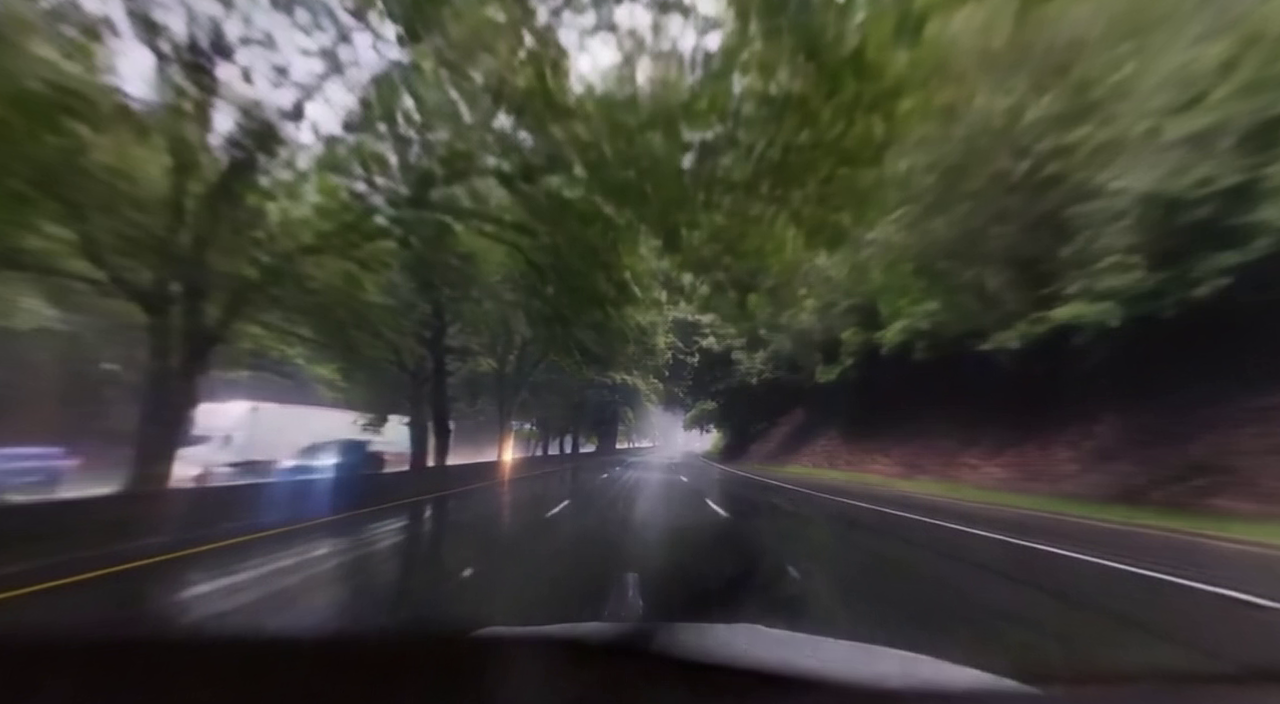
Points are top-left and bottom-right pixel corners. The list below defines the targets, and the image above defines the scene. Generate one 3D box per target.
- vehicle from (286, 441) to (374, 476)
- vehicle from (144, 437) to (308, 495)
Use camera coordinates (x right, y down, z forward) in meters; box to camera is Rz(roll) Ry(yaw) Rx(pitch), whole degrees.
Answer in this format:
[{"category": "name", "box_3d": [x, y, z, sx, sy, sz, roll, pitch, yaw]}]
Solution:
[{"category": "vehicle", "box_3d": [-15.540, 5.375, 31.957, 2.018, 1.604, 4.603, 0, -9, 1]}, {"category": "vehicle", "box_3d": [-12.273, 3.399, 19.135, 1.890, 1.525, 4.428, 0, -9, 1]}]
